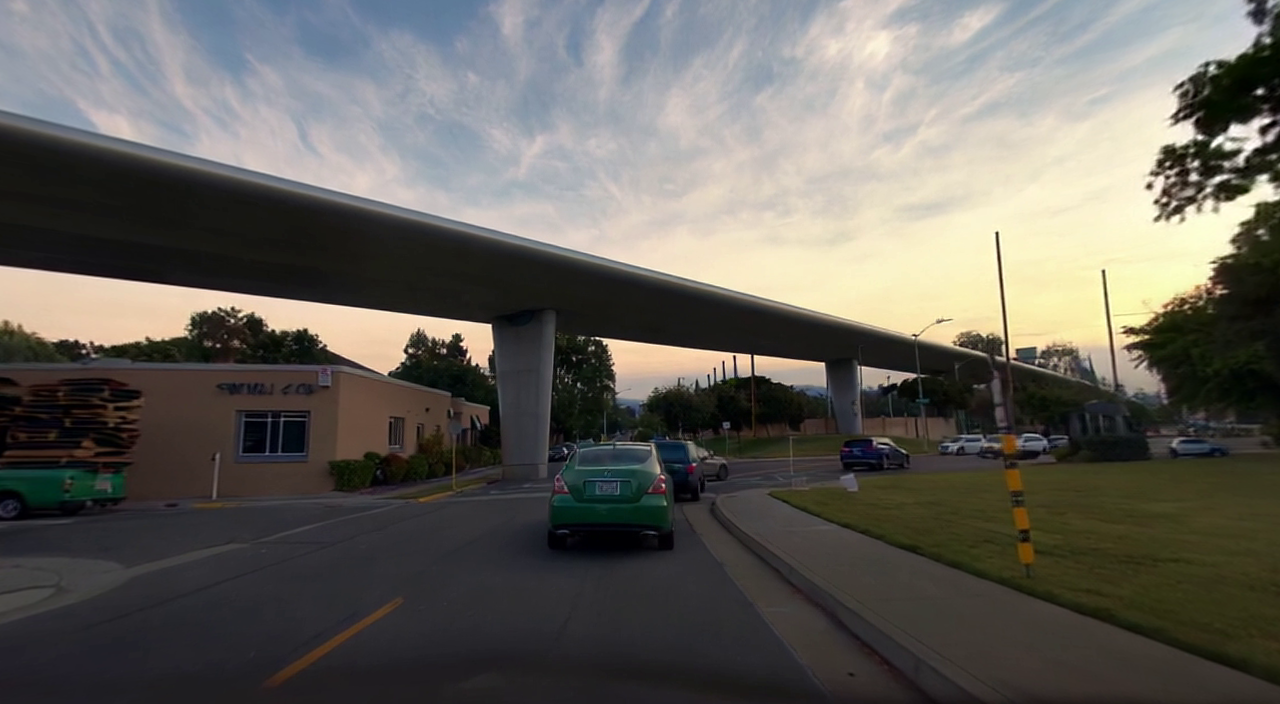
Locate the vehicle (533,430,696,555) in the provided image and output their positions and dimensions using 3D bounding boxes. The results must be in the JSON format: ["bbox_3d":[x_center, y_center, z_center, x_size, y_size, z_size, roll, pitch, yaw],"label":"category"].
[{"bbox_3d":[-0.261,2.157,10.493,2.087,1.578,4.652,0,-9,2],"label":"vehicle"}]

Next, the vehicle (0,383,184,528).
[{"bbox_3d":[-13.537,2.190,13.542,5.356,2.762,2.644,0,-9,1],"label":"vehicle"}]

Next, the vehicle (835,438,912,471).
[{"bbox_3d":[14.075,6.155,38.050,4.425,1.828,2.032,5,-10,-33],"label":"vehicle"}]
